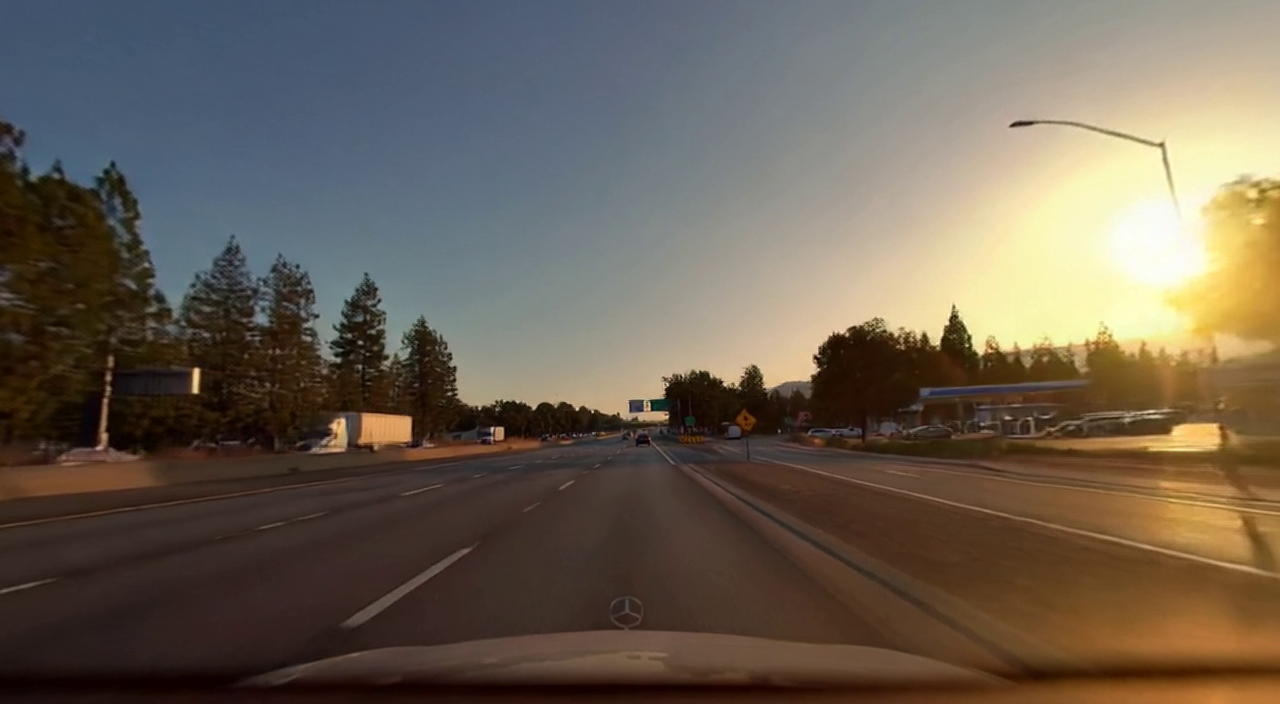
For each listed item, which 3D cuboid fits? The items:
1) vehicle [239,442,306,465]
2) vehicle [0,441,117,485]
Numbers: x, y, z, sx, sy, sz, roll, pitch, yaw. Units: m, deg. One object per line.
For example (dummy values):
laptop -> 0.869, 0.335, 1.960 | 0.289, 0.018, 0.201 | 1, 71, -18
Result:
vehicle -> -24.099, 6.660, 41.599 | 1.772, 1.439, 4.479 | 0, -8, -1
vehicle -> -20.292, 3.734, 21.531 | 1.779, 1.338, 3.587 | 0, -8, 0
